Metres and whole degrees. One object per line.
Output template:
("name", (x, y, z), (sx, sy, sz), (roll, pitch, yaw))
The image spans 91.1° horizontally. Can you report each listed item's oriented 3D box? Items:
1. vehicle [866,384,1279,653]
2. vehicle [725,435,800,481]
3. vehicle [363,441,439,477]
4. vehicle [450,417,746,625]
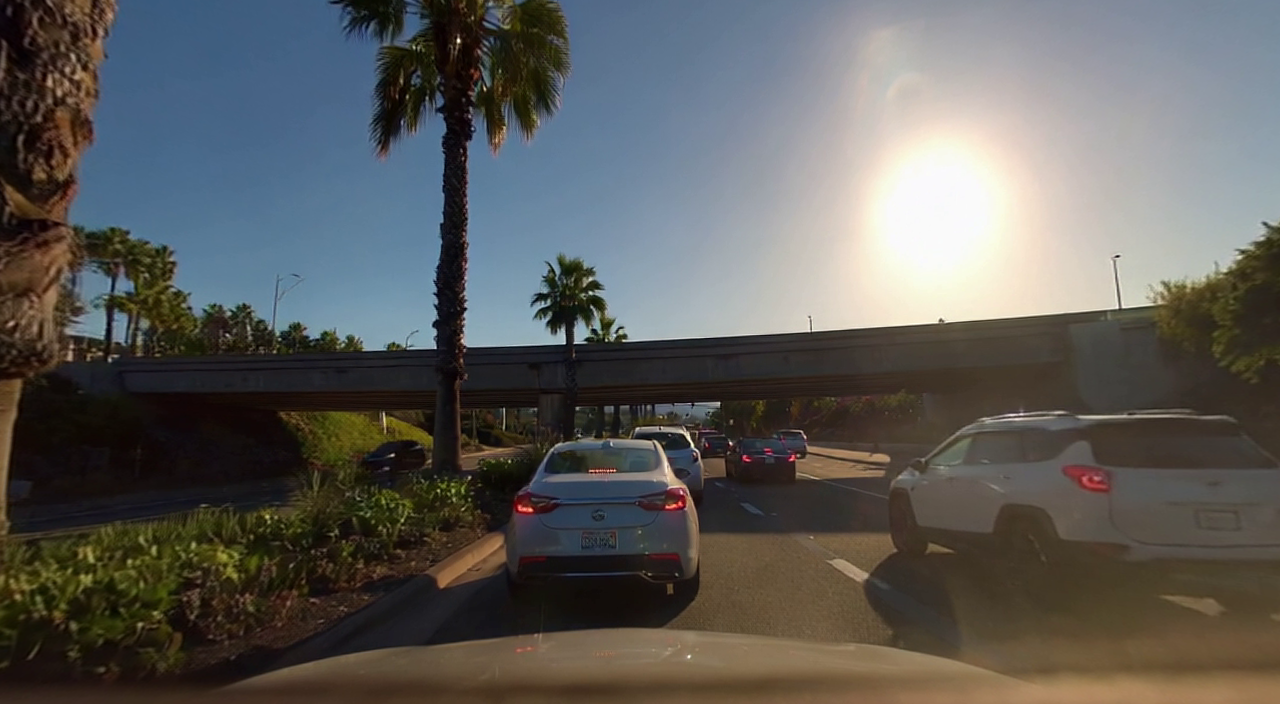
("vehicle", (4.151, 1.350, 6.222), (2.149, 1.609, 4.807), (0, -9, 2))
("vehicle", (4.455, 3.923, 23.541), (2.034, 1.517, 4.840), (0, -9, 3))
("vehicle", (-11.967, 5.367, 31.755), (2.084, 1.704, 4.485), (0, -8, -1))
("vehicle", (-0.258, 1.544, 6.690), (2.172, 1.506, 4.018), (0, -9, 2))
